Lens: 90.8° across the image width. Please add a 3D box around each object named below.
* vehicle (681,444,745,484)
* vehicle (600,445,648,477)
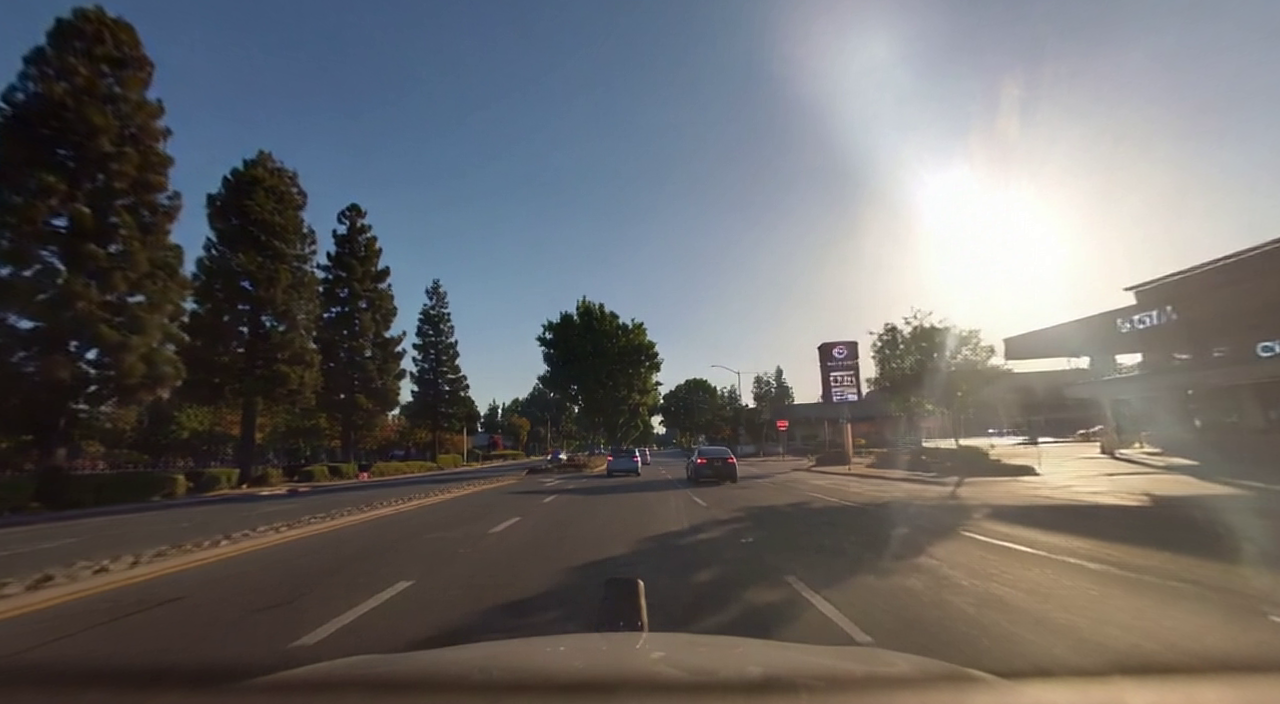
[{"bbox_3d":[2.952,4.620,26.473,2.057,1.491,4.675,0,-8,-1],"label":"vehicle"},{"bbox_3d":[-0.726,5.415,31.552,2.242,1.474,4.127,0,-8,0],"label":"vehicle"}]
